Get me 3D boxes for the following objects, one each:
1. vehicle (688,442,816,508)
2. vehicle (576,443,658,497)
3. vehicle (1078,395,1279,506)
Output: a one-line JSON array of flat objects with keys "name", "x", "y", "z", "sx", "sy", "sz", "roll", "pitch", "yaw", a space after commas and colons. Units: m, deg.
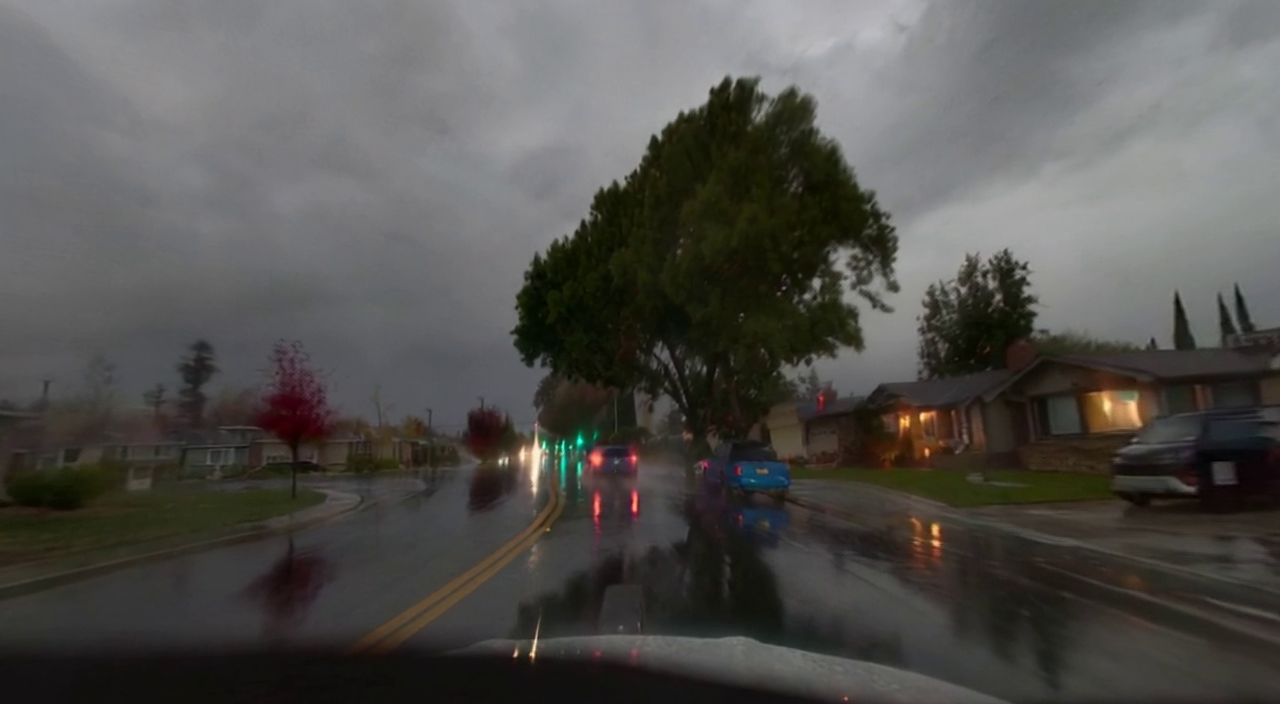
[{"name": "vehicle", "x": 2.734, "y": 3.131, "z": 16.634, "sx": 2.089, "sy": 1.462, "sz": 4.529, "roll": 1, "pitch": -9, "yaw": -6}, {"name": "vehicle", "x": -0.839, "y": 3.566, "z": 19.502, "sx": 2.192, "sy": 1.474, "sz": 4.192, "roll": 1, "pitch": -9, "yaw": -7}, {"name": "vehicle", "x": 10.205, "y": 1.633, "z": 10.566, "sx": 4.599, "sy": 1.599, "sz": 1.926, "roll": 1, "pitch": -10, "yaw": -11}]
